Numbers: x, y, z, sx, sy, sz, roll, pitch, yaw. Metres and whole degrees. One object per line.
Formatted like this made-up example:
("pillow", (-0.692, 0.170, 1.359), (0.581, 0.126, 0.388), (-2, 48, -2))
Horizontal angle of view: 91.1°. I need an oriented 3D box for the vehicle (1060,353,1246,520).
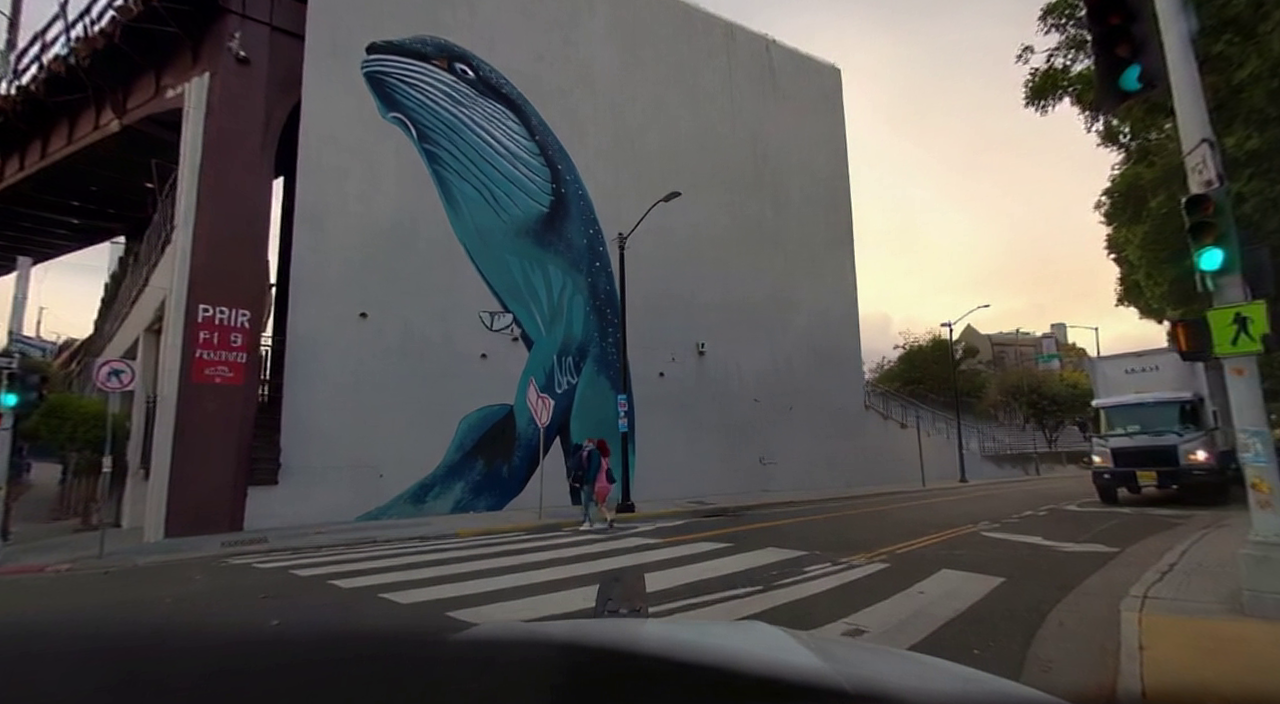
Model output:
("vehicle", (15.789, 2.564, 18.954), (9.347, 3.893, 2.849), (8, -12, -43))
